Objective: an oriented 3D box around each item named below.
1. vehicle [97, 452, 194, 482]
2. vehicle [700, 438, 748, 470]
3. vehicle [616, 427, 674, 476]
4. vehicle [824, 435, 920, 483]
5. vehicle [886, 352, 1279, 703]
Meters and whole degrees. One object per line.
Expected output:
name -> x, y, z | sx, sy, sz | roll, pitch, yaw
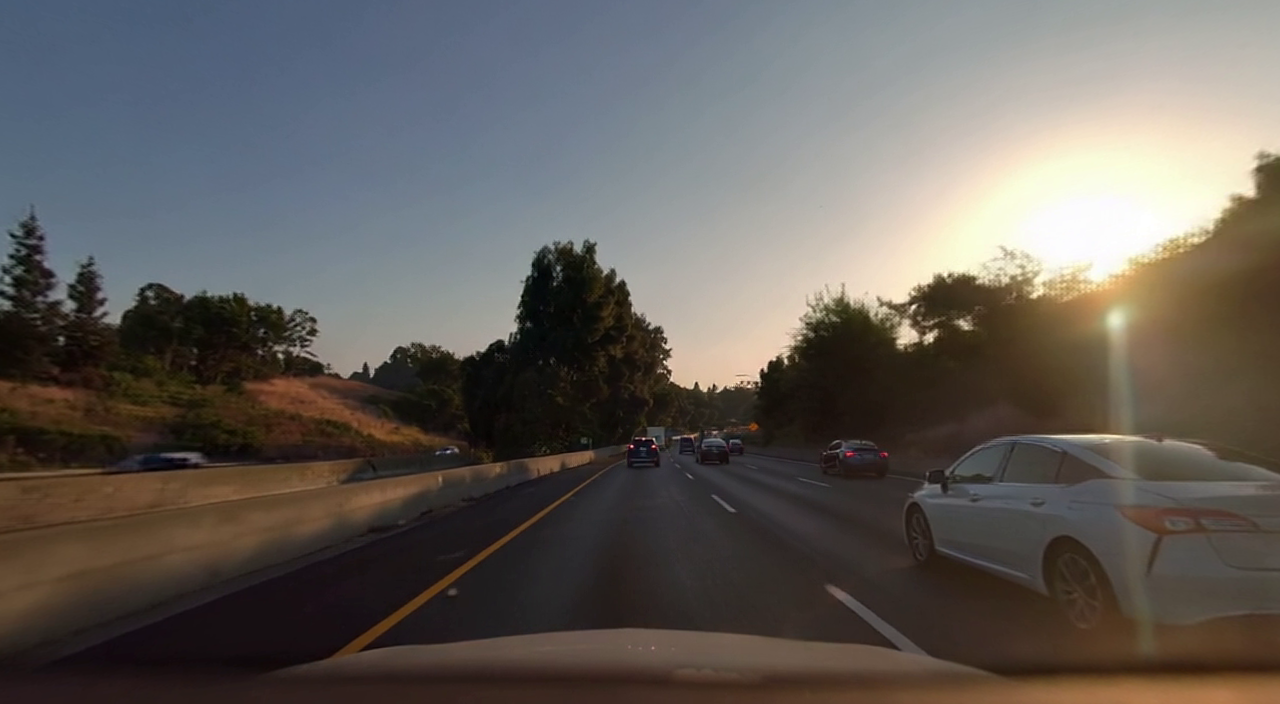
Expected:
vehicle -> -27.532, 6.402, 35.346 | 1.938, 1.496, 4.304 | -1, -8, 0
vehicle -> 4.157, 5.100, 31.770 | 1.825, 1.487, 4.034 | 0, -8, -1
vehicle -> 0.191, 4.091, 26.093 | 2.189, 1.852, 4.038 | 0, -8, 0
vehicle -> 8.057, 3.750, 22.359 | 1.810, 1.516, 4.183 | -1, -8, 0
vehicle -> 3.701, 1.124, 4.641 | 2.003, 1.661, 4.418 | -1, -8, 1
